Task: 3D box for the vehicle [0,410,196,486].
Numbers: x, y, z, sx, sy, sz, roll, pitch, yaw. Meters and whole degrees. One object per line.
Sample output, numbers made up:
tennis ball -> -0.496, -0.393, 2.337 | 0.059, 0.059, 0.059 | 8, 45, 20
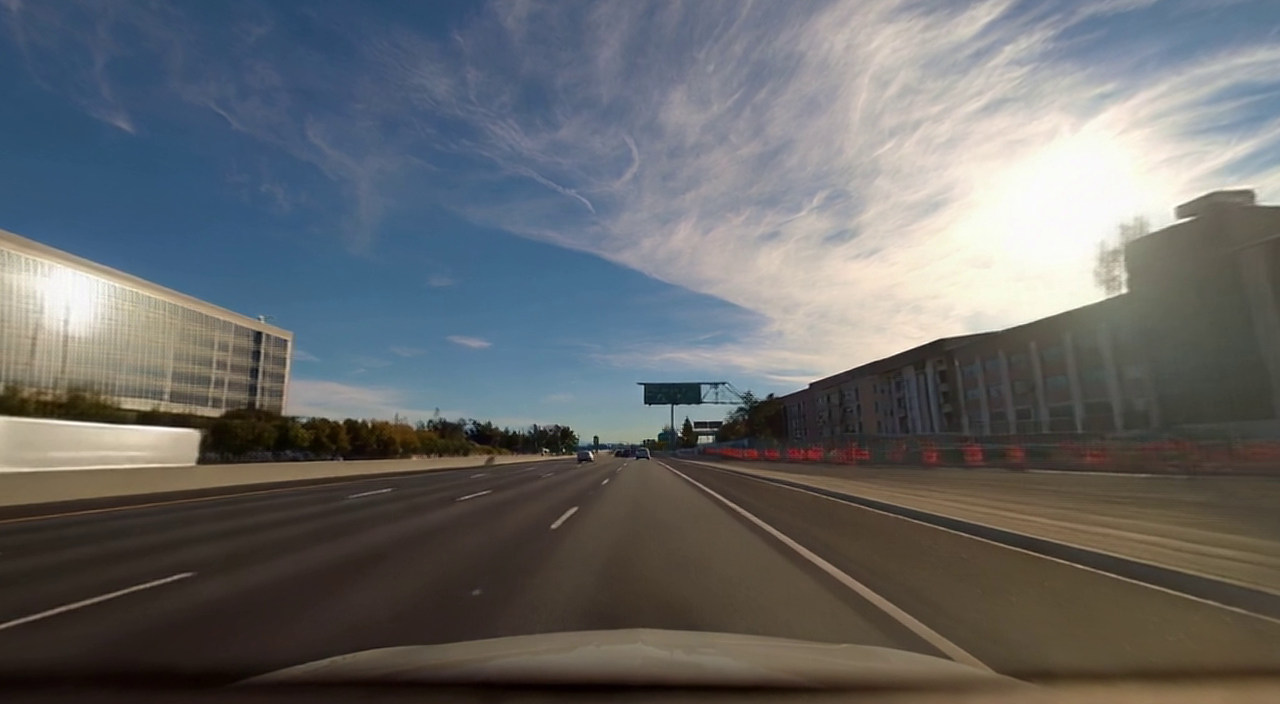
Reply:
vehicle -> -35.390, 6.058, 39.728 | 2.917, 3.981, 16.129 | 0, -9, 0
